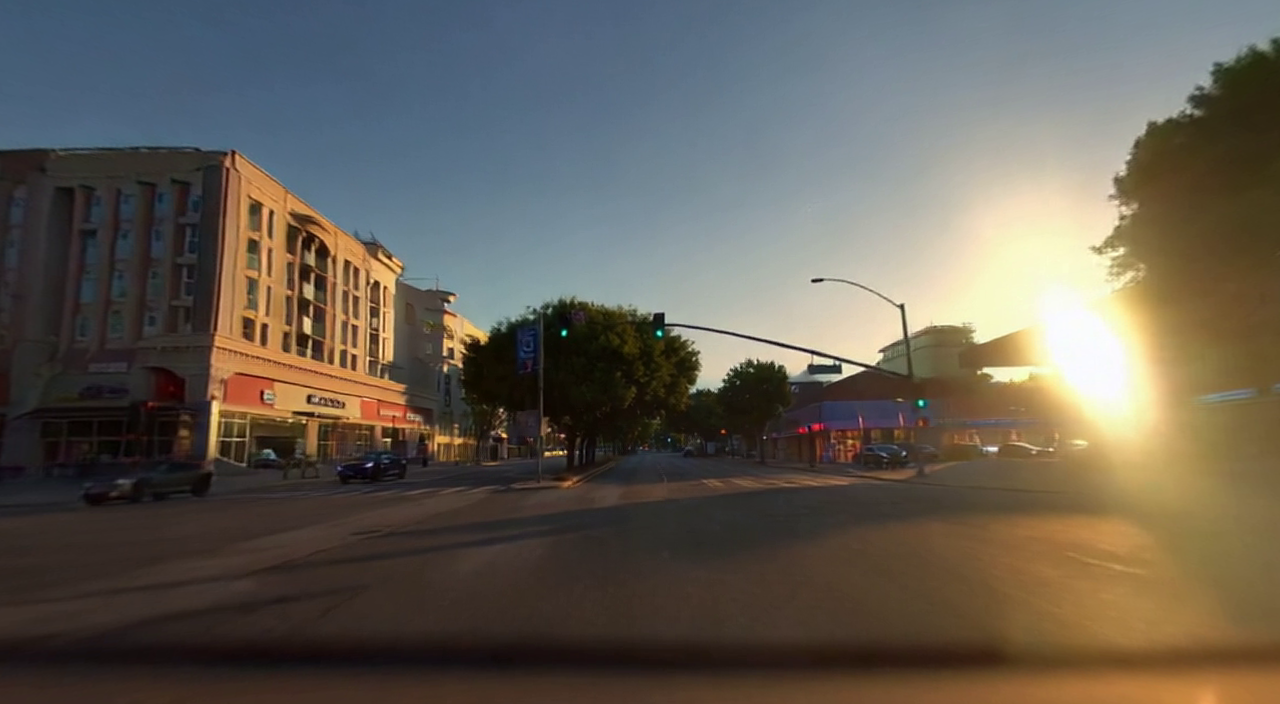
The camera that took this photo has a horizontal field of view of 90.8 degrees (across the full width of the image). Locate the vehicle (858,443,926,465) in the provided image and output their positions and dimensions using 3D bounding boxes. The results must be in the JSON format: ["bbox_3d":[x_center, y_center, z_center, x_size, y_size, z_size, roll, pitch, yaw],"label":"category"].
[{"bbox_3d":[19.801,8.057,49.832,4.468,1.635,2.017,0,-9,-3],"label":"vehicle"}]

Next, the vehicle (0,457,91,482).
[{"bbox_3d":[-43.275,8.545,46.153,2.057,1.628,4.784,0,-9,-2],"label":"vehicle"}]

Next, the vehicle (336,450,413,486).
[{"bbox_3d":[-12.979,5.669,31.212,1.892,1.639,4.311,0,-9,1],"label":"vehicle"}]

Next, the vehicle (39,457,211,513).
[{"bbox_3d":[-16.662,4.284,20.821,1.924,1.557,4.357,0,-9,1],"label":"vehicle"}]

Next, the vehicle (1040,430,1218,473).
[{"bbox_3d":[20.870,4.270,27.192,5.587,1.689,2.605,0,-9,-3],"label":"vehicle"}]
